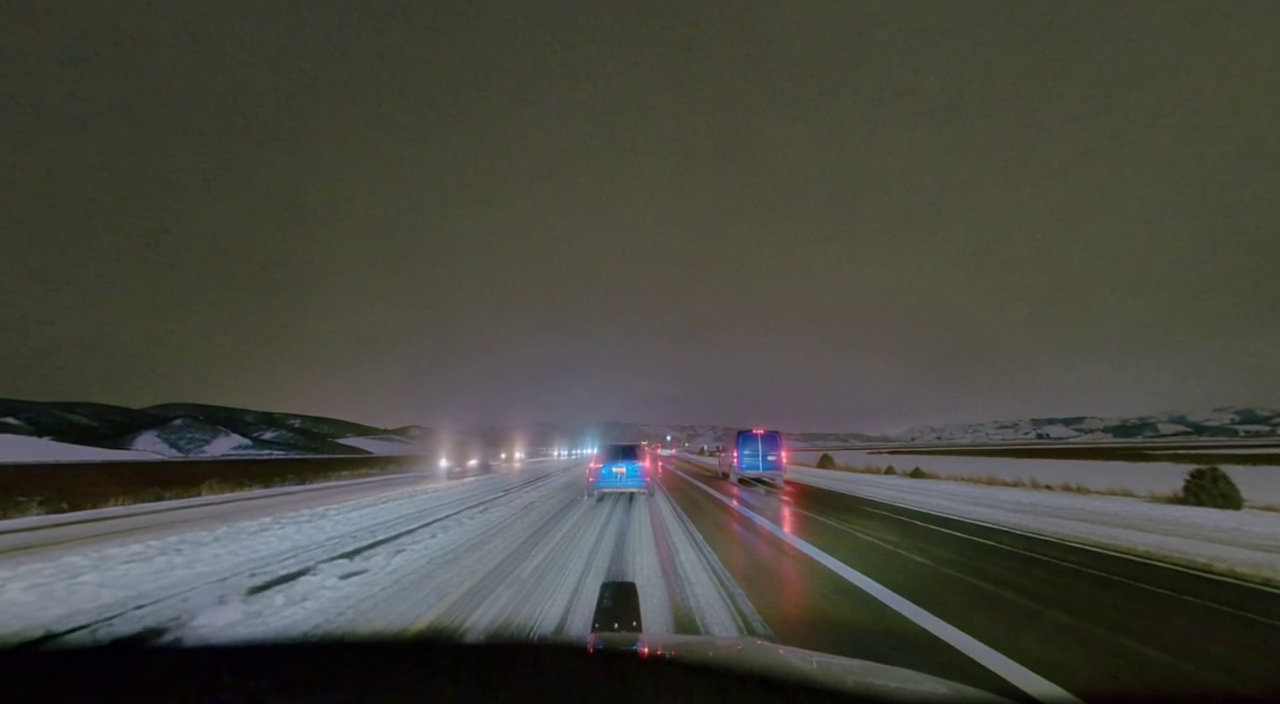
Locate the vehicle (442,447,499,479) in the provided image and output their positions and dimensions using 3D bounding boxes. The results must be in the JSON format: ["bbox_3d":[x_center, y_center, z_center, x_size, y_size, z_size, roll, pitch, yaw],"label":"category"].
[{"bbox_3d":[-8.812,5.775,32.879,1.851,1.542,4.150,0,-9,0],"label":"vehicle"}]

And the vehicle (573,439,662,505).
[{"bbox_3d":[-0.518,3.037,16.269,2.029,1.483,3.769,0,-9,0],"label":"vehicle"}]

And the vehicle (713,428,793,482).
[{"bbox_3d":[4.439,4.153,25.458,2.261,1.952,4.784,0,-9,-1],"label":"vehicle"}]
